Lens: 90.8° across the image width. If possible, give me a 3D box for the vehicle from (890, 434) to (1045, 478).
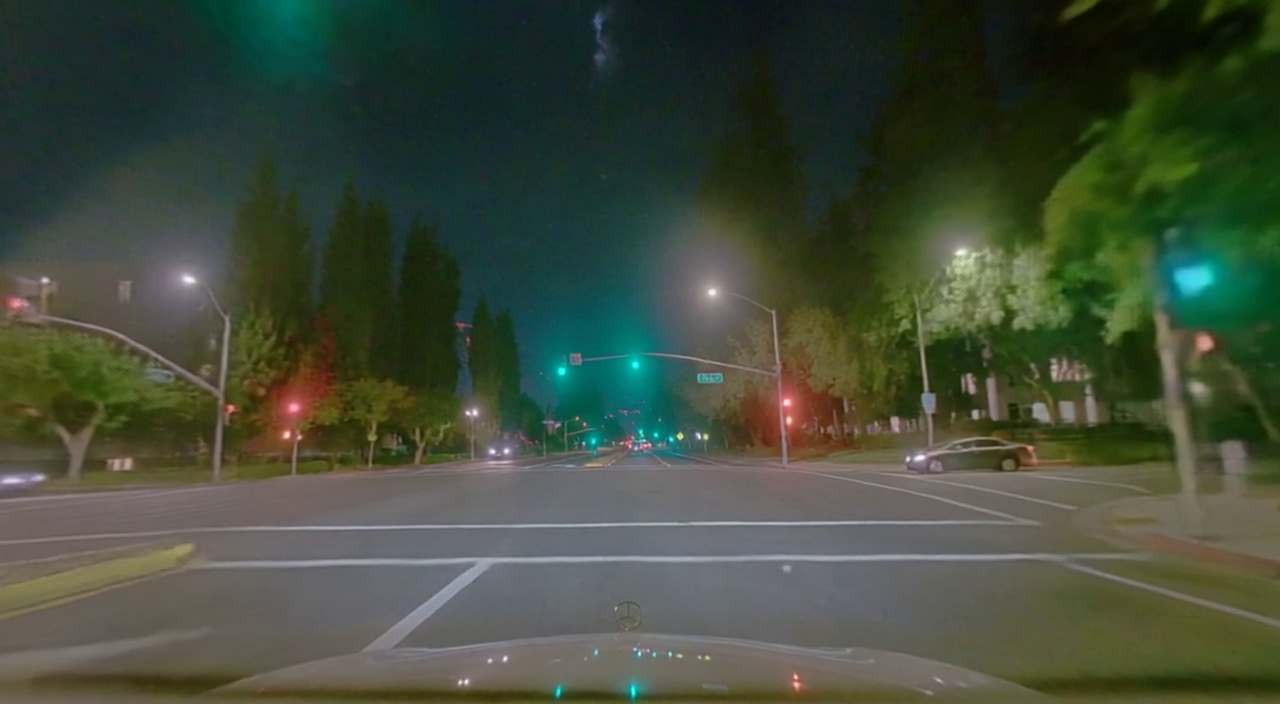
[{"bbox_3d":[12.061,3.861,23.505,4.611,1.505,2.029,0,-9,-1],"label":"vehicle"}]
